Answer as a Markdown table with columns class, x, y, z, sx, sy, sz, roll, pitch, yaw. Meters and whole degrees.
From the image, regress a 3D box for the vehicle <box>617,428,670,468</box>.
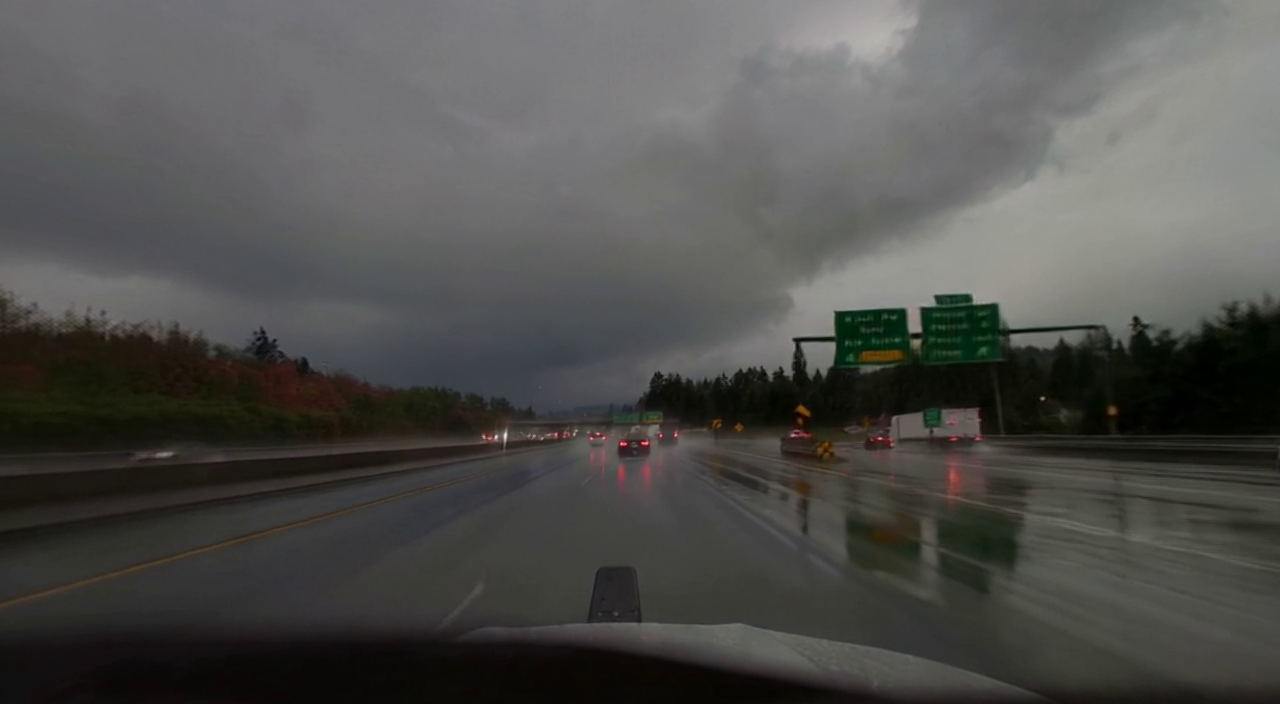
| class | x | y | z | sx | sy | sz | roll | pitch | yaw |
| --- | --- | --- | --- | --- | --- | --- | --- | --- | --- |
| vehicle | 0.072 | 4.037 | 26.611 | 2.086 | 1.554 | 3.875 | 0 | -8 | -2 |

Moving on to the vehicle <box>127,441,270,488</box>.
| class | x | y | z | sx | sy | sz | roll | pitch | yaw |
| --- | --- | --- | --- | --- | --- | --- | --- | --- | --- |
| vehicle | -15.462 | 3.915 | 22.455 | 1.904 | 1.480 | 4.520 | 0 | -8 | -1 |
